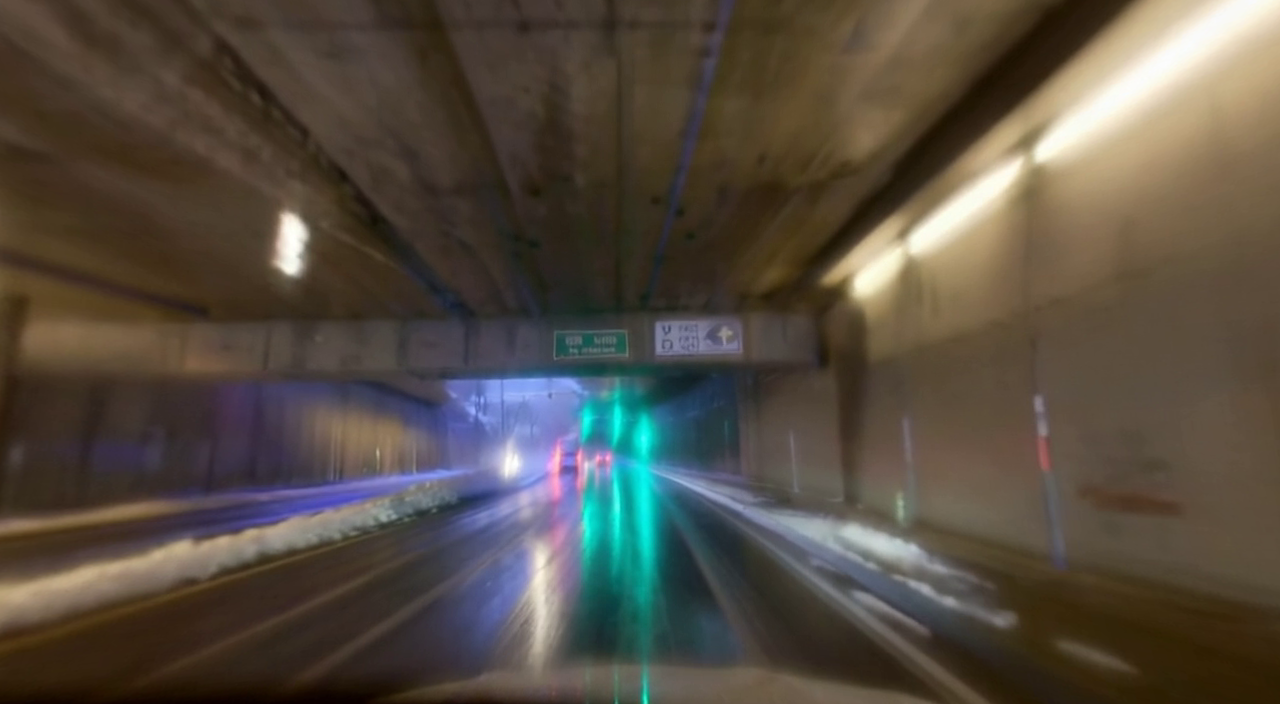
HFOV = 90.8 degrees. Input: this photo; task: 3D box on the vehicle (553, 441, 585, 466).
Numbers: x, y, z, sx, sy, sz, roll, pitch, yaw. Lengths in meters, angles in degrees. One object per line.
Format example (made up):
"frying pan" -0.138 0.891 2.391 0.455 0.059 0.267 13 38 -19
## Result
"vehicle" -5.070 7.326 45.718 1.961 1.725 4.315 0 -8 -2
